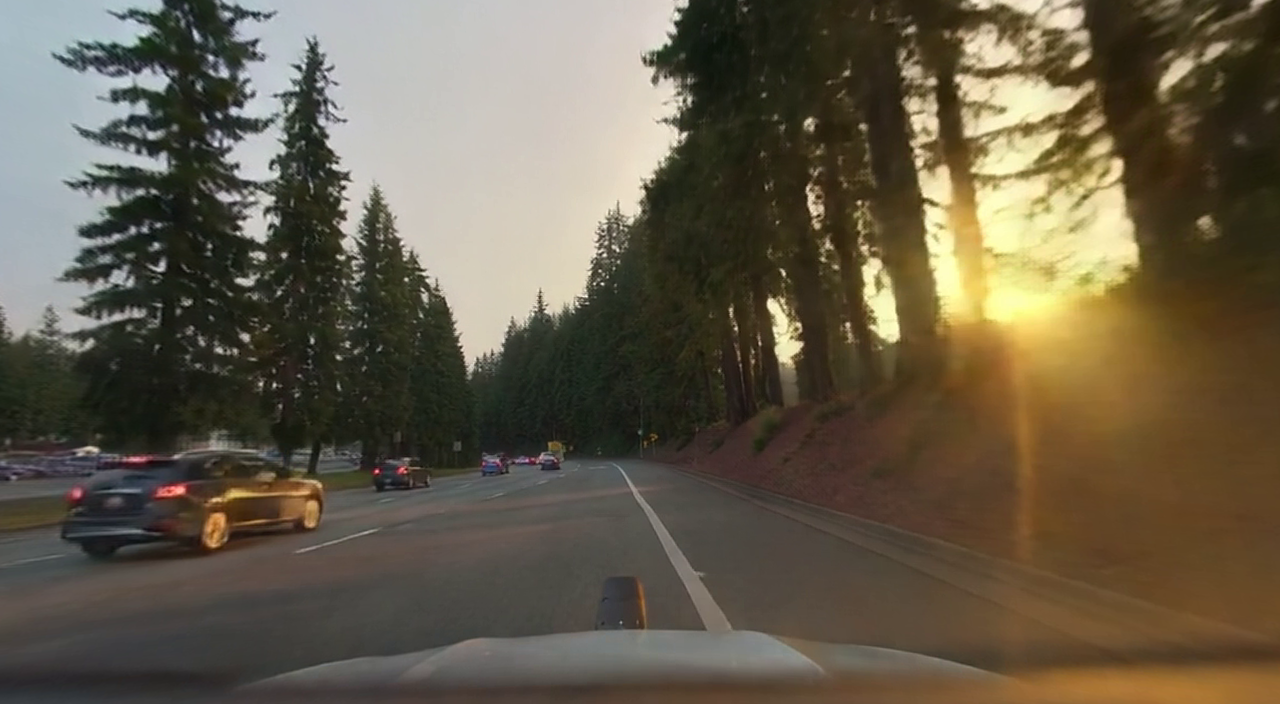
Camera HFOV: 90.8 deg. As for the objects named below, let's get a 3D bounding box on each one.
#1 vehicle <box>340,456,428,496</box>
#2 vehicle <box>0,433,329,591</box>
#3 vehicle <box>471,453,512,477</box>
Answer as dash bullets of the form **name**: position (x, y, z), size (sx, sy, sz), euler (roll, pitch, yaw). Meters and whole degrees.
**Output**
- **vehicle**: position (-10.839, 5.241, 27.118), size (1.781, 1.476, 4.513), euler (0, -8, 2)
- **vehicle**: position (-7.068, 2.134, 9.470), size (2.210, 1.737, 4.649), euler (-1, -8, 3)
- **vehicle**: position (-10.800, 8.242, 46.209), size (1.886, 1.535, 4.742), euler (0, -8, -1)
